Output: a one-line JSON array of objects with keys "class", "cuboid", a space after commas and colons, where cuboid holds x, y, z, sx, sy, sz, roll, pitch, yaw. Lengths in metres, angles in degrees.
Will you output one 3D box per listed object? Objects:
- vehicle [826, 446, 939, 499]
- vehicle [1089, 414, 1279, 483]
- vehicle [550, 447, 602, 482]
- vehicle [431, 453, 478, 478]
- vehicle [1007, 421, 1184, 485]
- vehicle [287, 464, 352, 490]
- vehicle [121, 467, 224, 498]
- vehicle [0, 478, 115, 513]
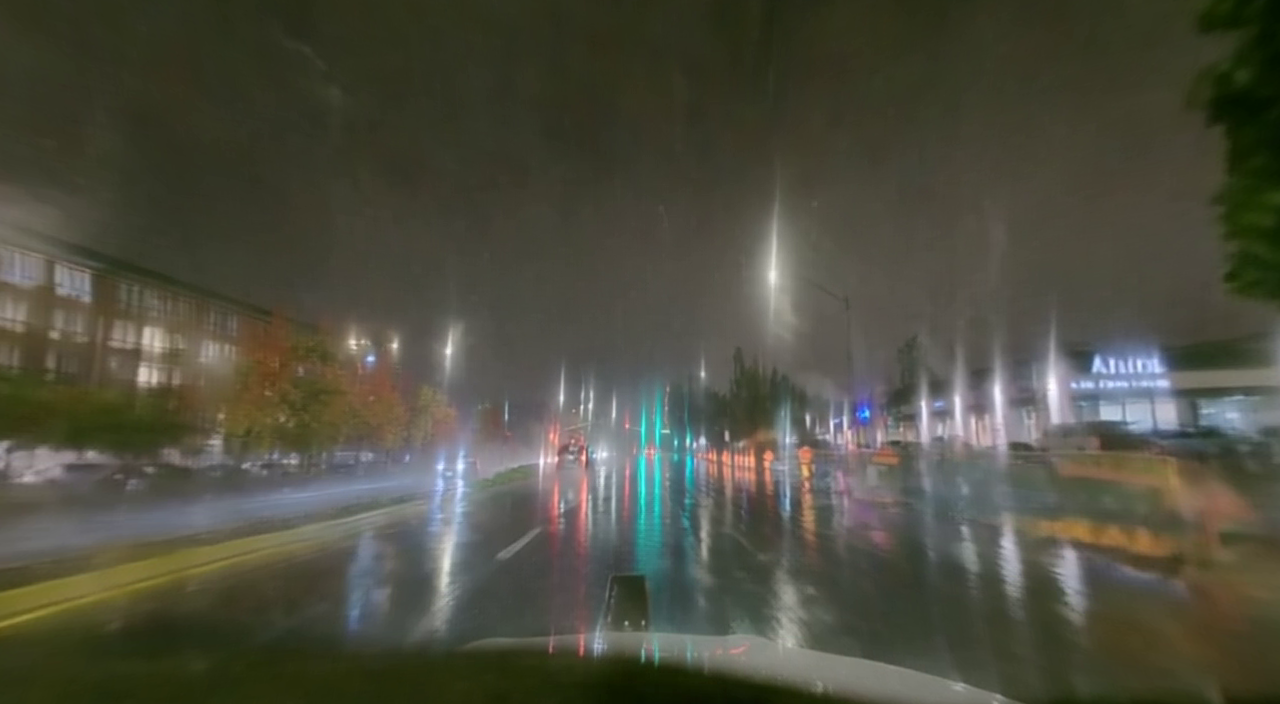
[{"class": "vehicle", "cuboid": [7.364, 3.655, 19.644, 1.799, 1.399, 4.317, -1, -8, 0]}, {"class": "vehicle", "cuboid": [16.009, 2.867, 18.752, 1.984, 1.774, 4.406, 0, -9, -1]}, {"class": "vehicle", "cuboid": [-2.812, 5.075, 28.633, 1.926, 1.442, 4.231, 0, -9, 0]}, {"class": "vehicle", "cuboid": [-12.018, 7.325, 41.020, 1.797, 1.510, 3.919, -1, -9, 1]}, {"class": "vehicle", "cuboid": [13.449, 3.046, 19.069, 1.916, 1.683, 4.516, 0, -9, 0]}, {"class": "vehicle", "cuboid": [-21.963, 8.598, 43.459, 1.955, 1.447, 4.911, -3, -9, 0]}, {"class": "vehicle", "cuboid": [-29.648, 8.209, 40.029, 4.947, 1.683, 1.968, 8, -12, -42]}, {"class": "vehicle", "cuboid": [-30.113, 7.334, 32.375, 4.640, 1.477, 1.892, 6, -12, -37]}]
